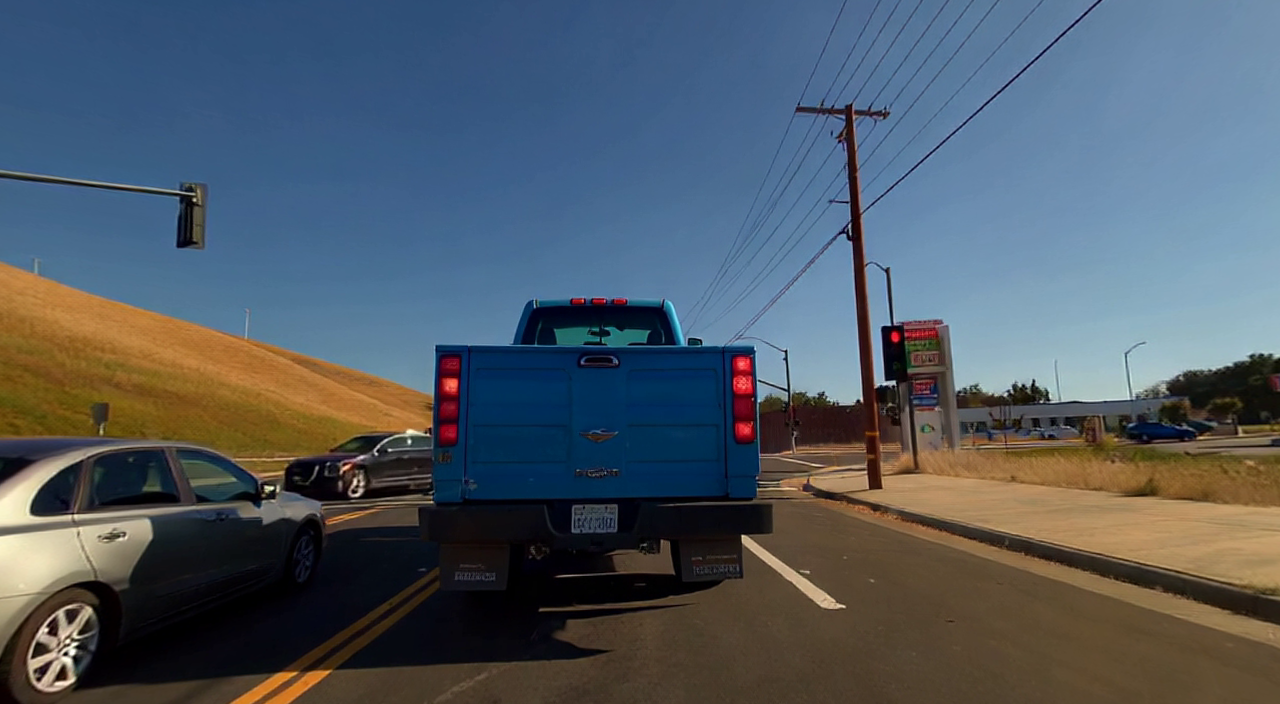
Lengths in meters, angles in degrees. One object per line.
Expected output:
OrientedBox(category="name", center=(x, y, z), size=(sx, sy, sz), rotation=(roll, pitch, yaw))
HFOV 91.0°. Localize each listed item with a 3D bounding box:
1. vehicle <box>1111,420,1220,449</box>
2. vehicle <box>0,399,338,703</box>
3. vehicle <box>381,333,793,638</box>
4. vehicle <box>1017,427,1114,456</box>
OrientedBox(category="vehicle", center=(34.272, 5.433, 41.276), size=(2.012, 1.757, 5.021), rotation=(3, -9, -20))
OrientedBox(category="vehicle", center=(-3.958, 1.188, 3.981), size=(2.017, 1.555, 4.150), rotation=(-1, -9, 0))
OrientedBox(category="vehicle", center=(-0.420, 1.323, 7.209), size=(2.859, 2.144, 5.406), rotation=(0, -9, -1))
OrientedBox(category="vehicle", center=(25.574, 5.397, 37.924), size=(4.419, 1.496, 1.854), rotation=(-2, -9, 1))
